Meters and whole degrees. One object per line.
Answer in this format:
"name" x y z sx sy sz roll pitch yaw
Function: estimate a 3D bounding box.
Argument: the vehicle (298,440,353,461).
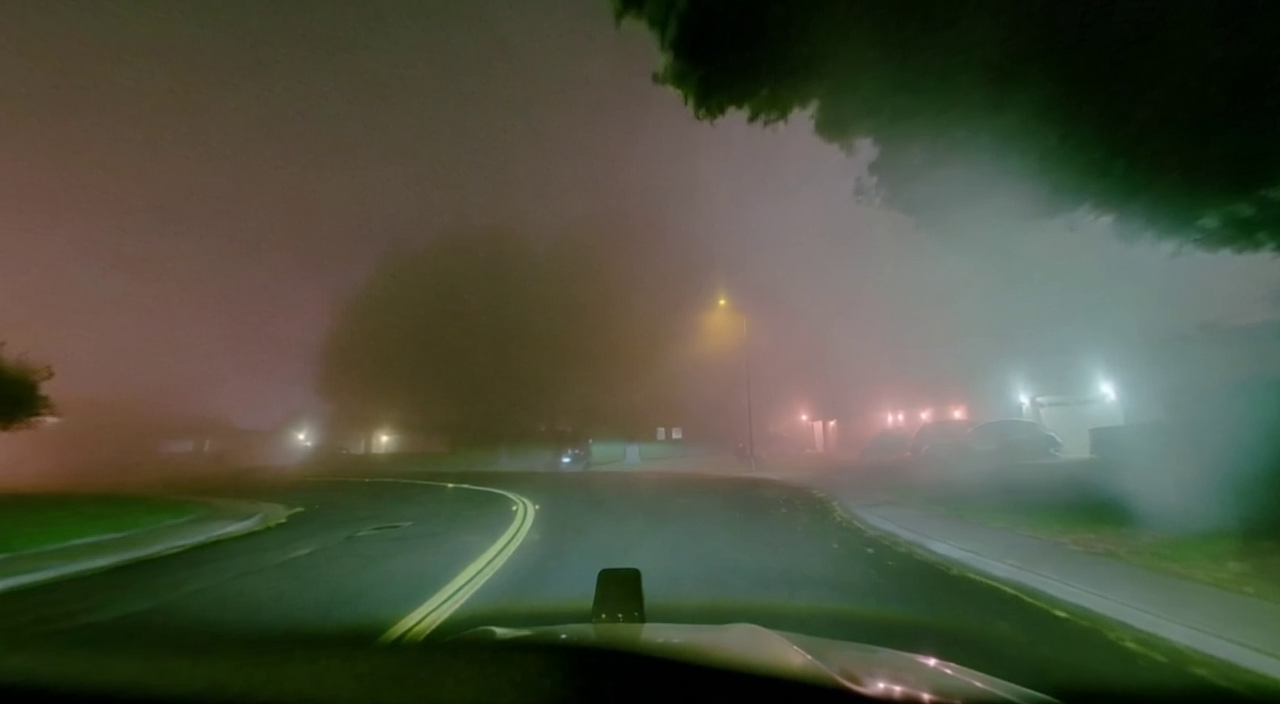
"vehicle" -23.866 7.480 48.116 1.933 1.477 4.361 0 -8 -1

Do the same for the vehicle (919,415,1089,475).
"vehicle" 12.017 3.115 21.107 4.327 1.573 1.967 -5 -9 0

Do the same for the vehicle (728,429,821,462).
"vehicle" 7.601 5.249 35.572 4.799 1.451 2.144 0 -7 -31

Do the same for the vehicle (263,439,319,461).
"vehicle" -26.521 7.460 48.157 2.042 1.633 4.132 0 -8 -3

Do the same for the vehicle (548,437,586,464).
"vehicle" -4.833 6.550 42.456 1.819 1.442 4.329 0 -4 3
